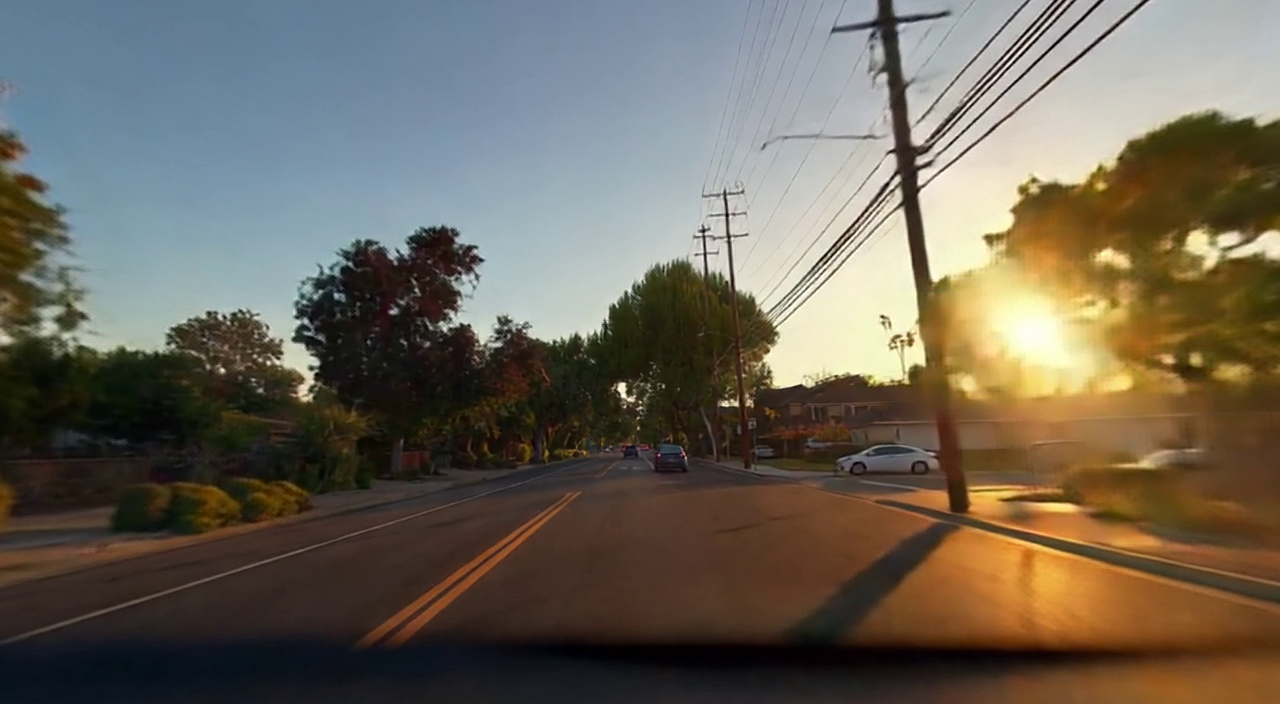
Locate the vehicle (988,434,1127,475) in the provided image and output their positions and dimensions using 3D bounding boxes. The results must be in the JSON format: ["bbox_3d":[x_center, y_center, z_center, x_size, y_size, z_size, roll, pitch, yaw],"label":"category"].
[{"bbox_3d":[18.064,4.464,27.499,4.566,1.691,1.996,0,-9,0],"label":"vehicle"}]

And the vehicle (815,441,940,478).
[{"bbox_3d":[10.007,4.548,26.850,4.511,1.473,1.962,0,-8,-2],"label":"vehicle"}]

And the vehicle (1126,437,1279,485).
[{"bbox_3d":[19.359,3.556,20.800,4.869,1.477,2.076,-1,-9,2],"label":"vehicle"}]

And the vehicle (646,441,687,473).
[{"bbox_3d":[1.303,5.378,32.497,1.975,1.497,3.647,0,-9,0],"label":"vehicle"}]
